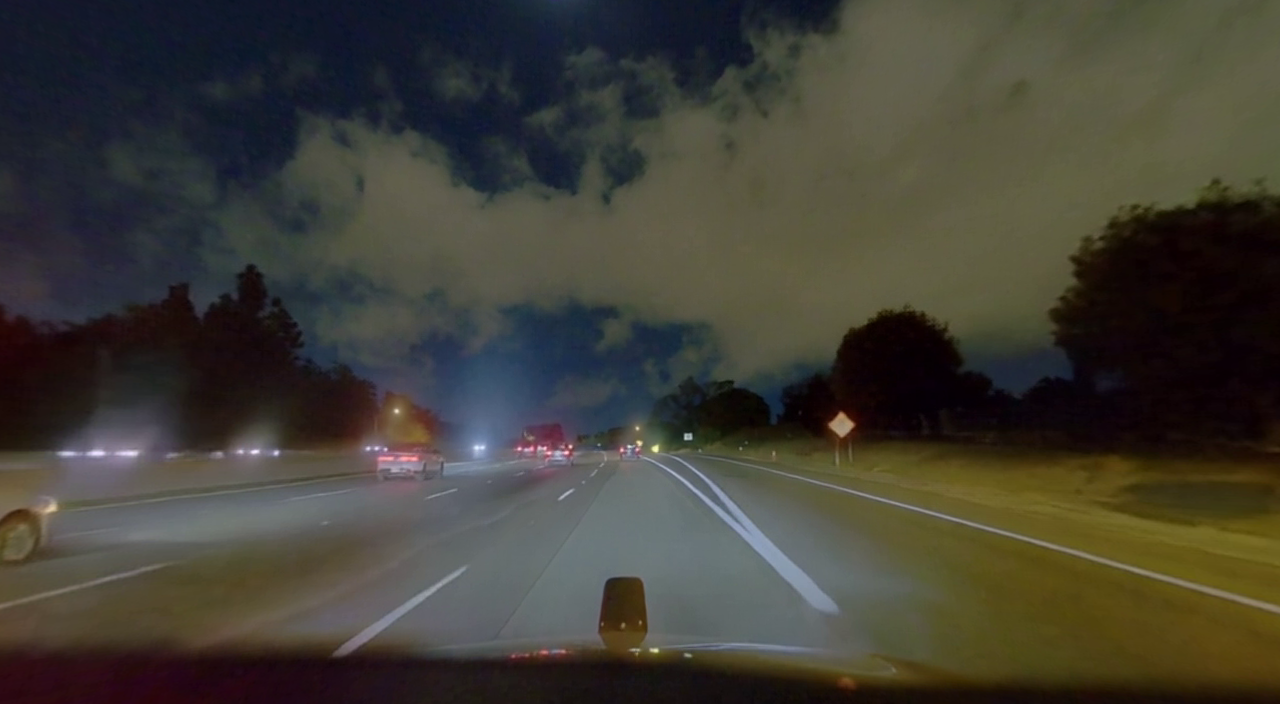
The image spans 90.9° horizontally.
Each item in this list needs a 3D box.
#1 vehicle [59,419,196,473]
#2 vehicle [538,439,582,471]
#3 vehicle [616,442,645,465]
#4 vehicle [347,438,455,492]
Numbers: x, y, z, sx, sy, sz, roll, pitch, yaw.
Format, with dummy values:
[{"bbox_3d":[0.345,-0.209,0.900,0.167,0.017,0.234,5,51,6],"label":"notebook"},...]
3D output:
[{"bbox_3d":[-27.470,5.101,34.196,2.332,2.632,5.928,0,-8,0],"label":"vehicle"},{"bbox_3d":[-4.391,5.734,35.309,1.991,1.610,4.606,0,-8,-1],"label":"vehicle"},{"bbox_3d":[-0.664,6.939,43.151,1.881,1.460,3.694,0,-8,-1],"label":"vehicle"},{"bbox_3d":[-7.936,3.780,21.399,2.086,1.628,4.039,0,-8,-1],"label":"vehicle"}]
